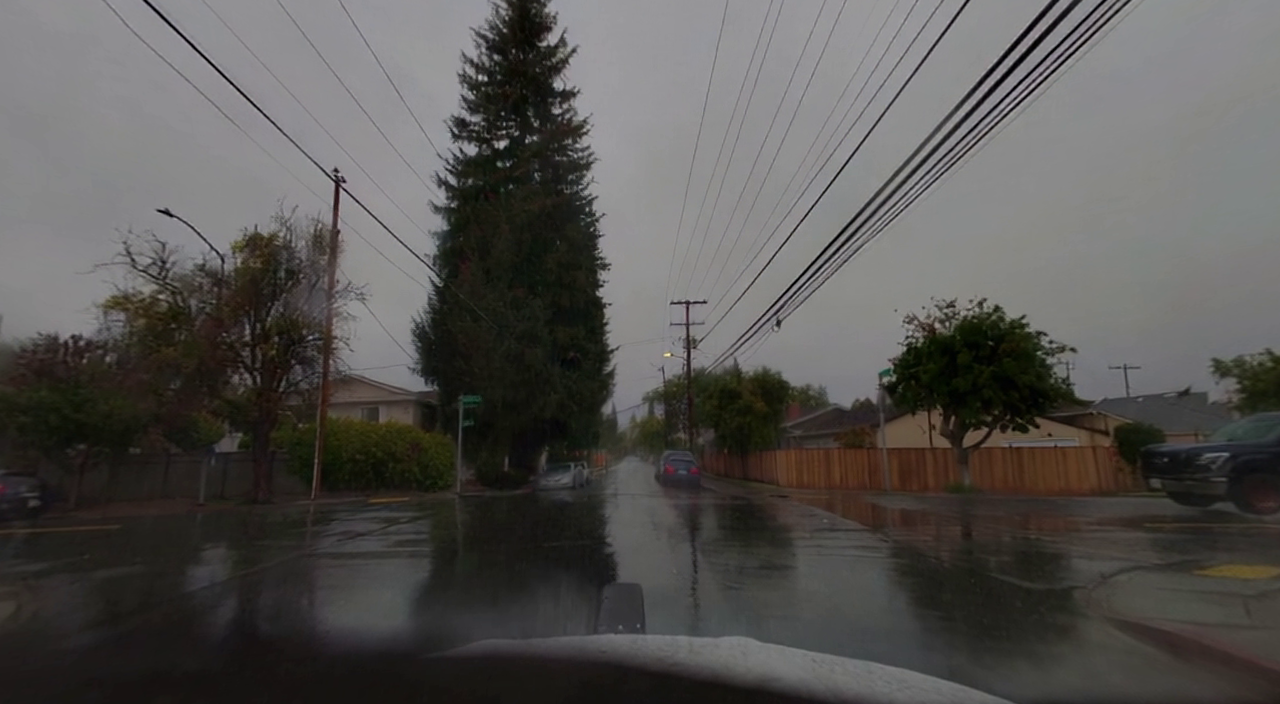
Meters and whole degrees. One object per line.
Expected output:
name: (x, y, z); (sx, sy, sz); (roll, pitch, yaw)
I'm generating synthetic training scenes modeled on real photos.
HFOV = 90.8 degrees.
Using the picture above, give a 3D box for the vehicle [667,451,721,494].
vehicle: (2.584, 5.872, 31.124); (2.051, 1.874, 4.459); (0, -8, -3)

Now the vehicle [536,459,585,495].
vehicle: (-4.291, 6.822, 34.682); (2.189, 1.771, 4.571); (0, -10, -1)

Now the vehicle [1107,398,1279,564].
vehicle: (9.698, 1.674, 8.619); (4.677, 1.949, 2.334); (-1, -8, 3)
